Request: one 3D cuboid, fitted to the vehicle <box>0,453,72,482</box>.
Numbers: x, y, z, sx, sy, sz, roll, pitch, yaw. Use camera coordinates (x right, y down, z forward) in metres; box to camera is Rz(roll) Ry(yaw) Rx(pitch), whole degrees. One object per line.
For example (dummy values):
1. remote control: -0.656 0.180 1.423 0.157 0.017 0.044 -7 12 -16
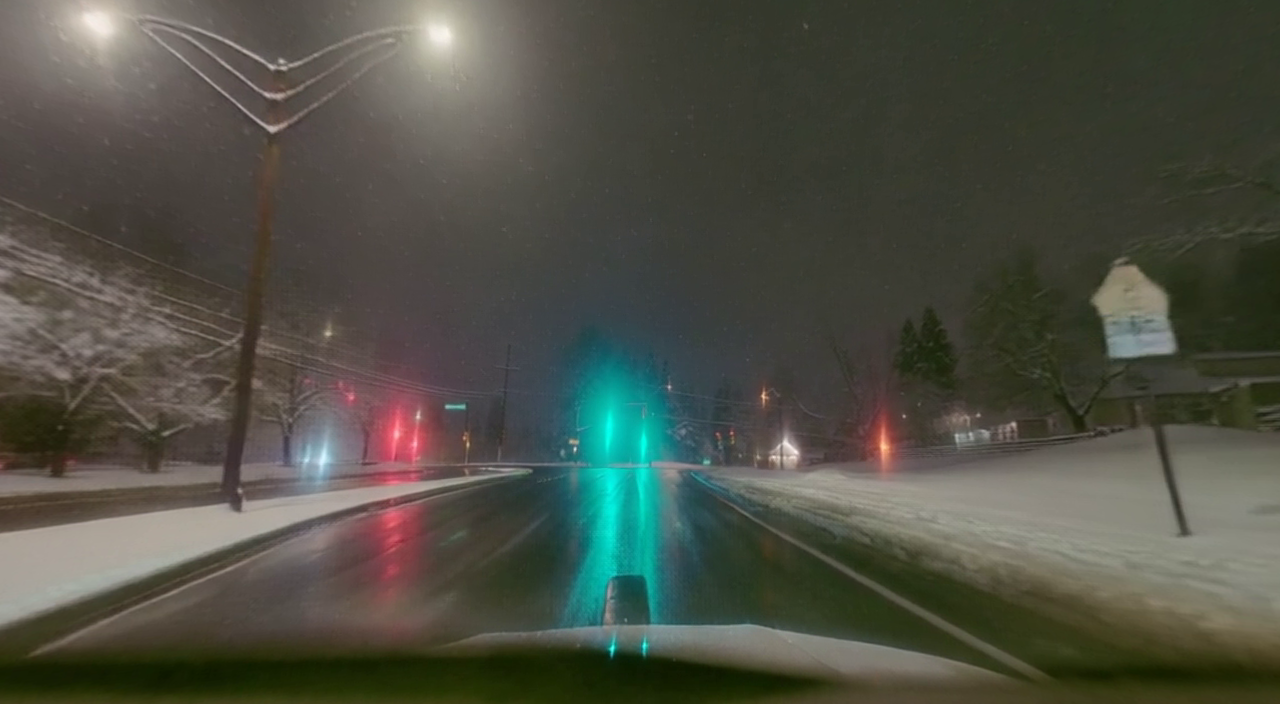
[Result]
1. vehicle: -34.774 6.429 35.321 1.839 1.435 4.271 0 -8 0
